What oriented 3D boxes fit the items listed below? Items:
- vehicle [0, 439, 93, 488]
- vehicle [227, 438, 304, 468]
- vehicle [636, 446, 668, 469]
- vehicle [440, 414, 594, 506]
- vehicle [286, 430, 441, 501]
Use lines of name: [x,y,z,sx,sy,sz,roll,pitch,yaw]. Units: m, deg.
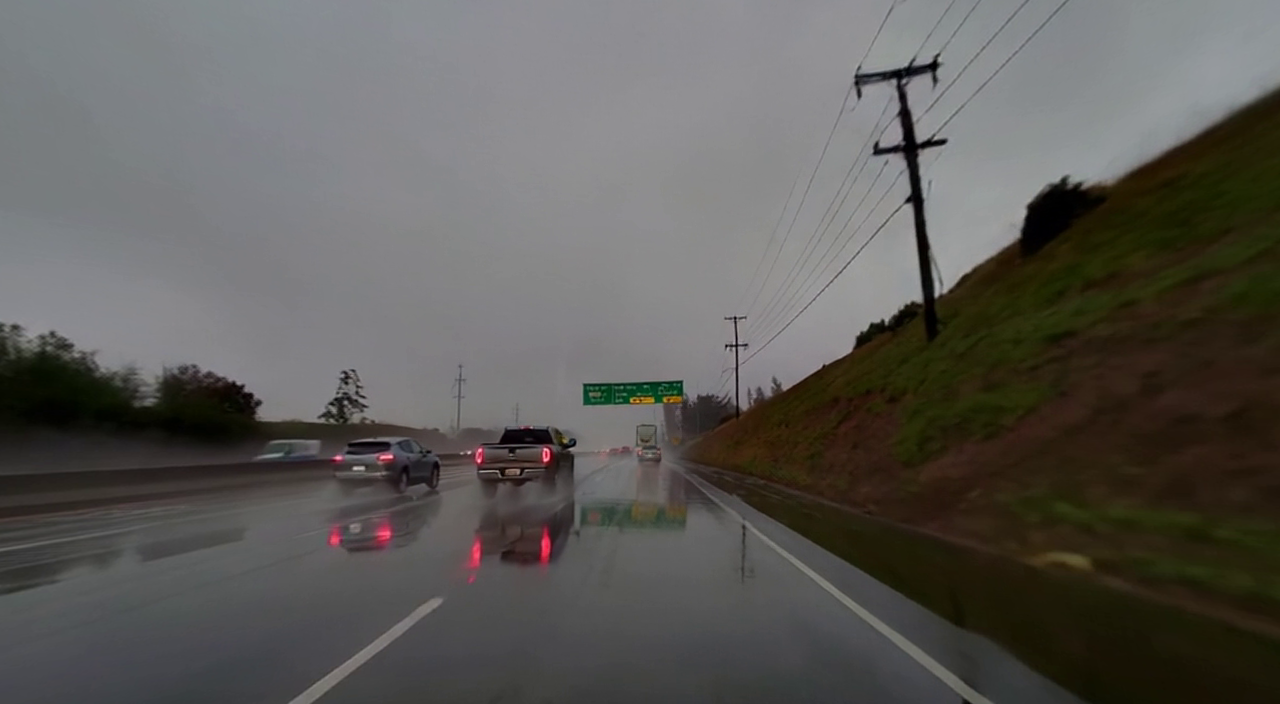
vehicle: [-20.451,3.624,20.590,1.656,1.485,3.729,0,-9,1]
vehicle: [-23.995,6.487,40.597,2.054,1.753,4.574,0,-9,1]
vehicle: [0.789,7.131,42.711,2.025,1.485,4.310,0,-9,-1]
vehicle: [-3.030,2.928,17.510,2.972,2.087,6.126,0,-9,1]
vehicle: [-7.491,3.116,17.740,2.143,1.688,4.776,0,-9,1]
